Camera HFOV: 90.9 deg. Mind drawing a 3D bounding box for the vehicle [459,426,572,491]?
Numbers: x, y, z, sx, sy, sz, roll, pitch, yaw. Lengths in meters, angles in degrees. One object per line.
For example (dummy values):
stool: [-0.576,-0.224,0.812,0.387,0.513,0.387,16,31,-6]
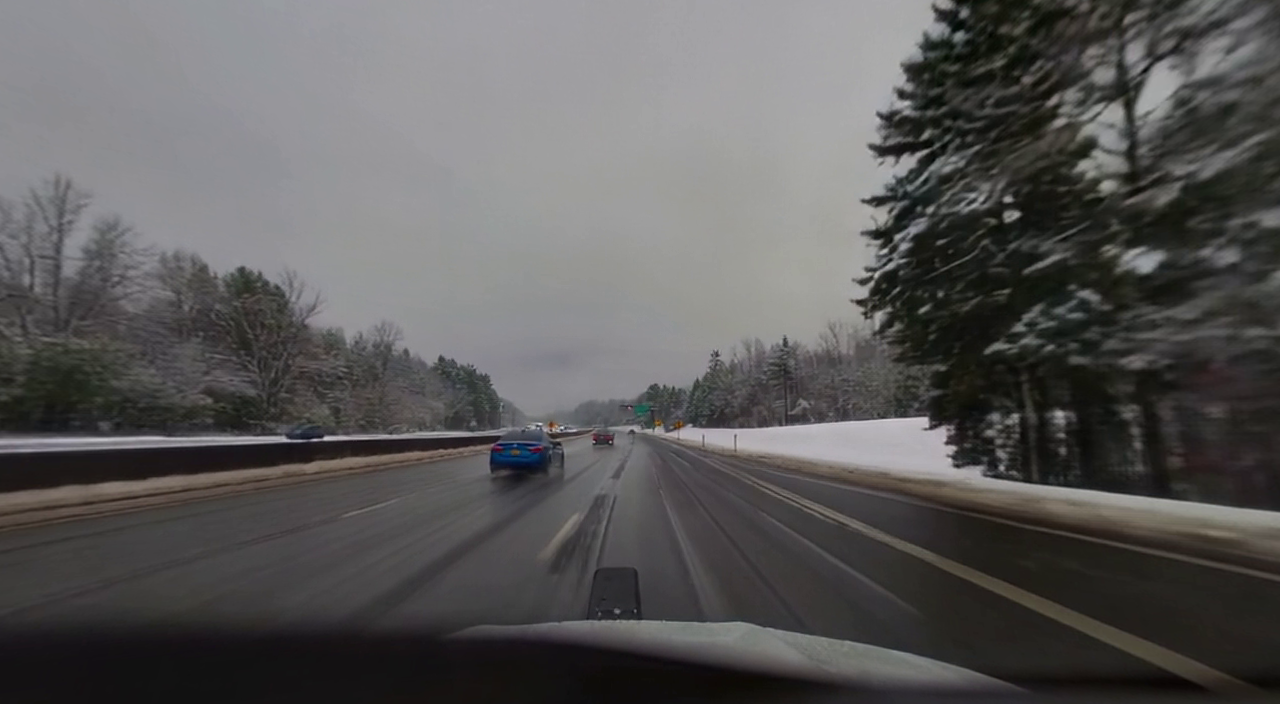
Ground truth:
vehicle: [-3.016,2.658,16.238,1.977,1.443,4.225,0,-8,1]
